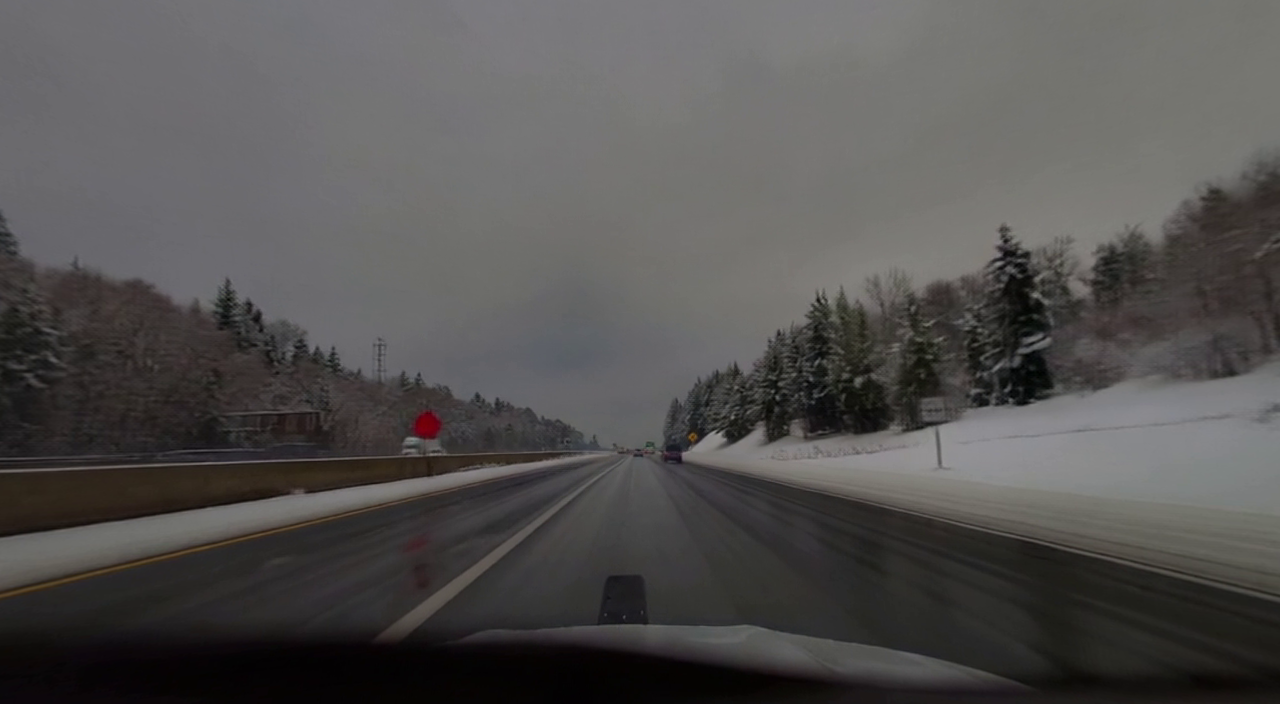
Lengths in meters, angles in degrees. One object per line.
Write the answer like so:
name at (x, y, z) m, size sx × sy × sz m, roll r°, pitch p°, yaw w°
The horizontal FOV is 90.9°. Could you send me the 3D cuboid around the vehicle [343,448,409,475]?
vehicle at (-15.653, 6.513, 37.657) m, size 1.903 × 1.486 × 4.666 m, roll 0°, pitch -9°, yaw 1°
